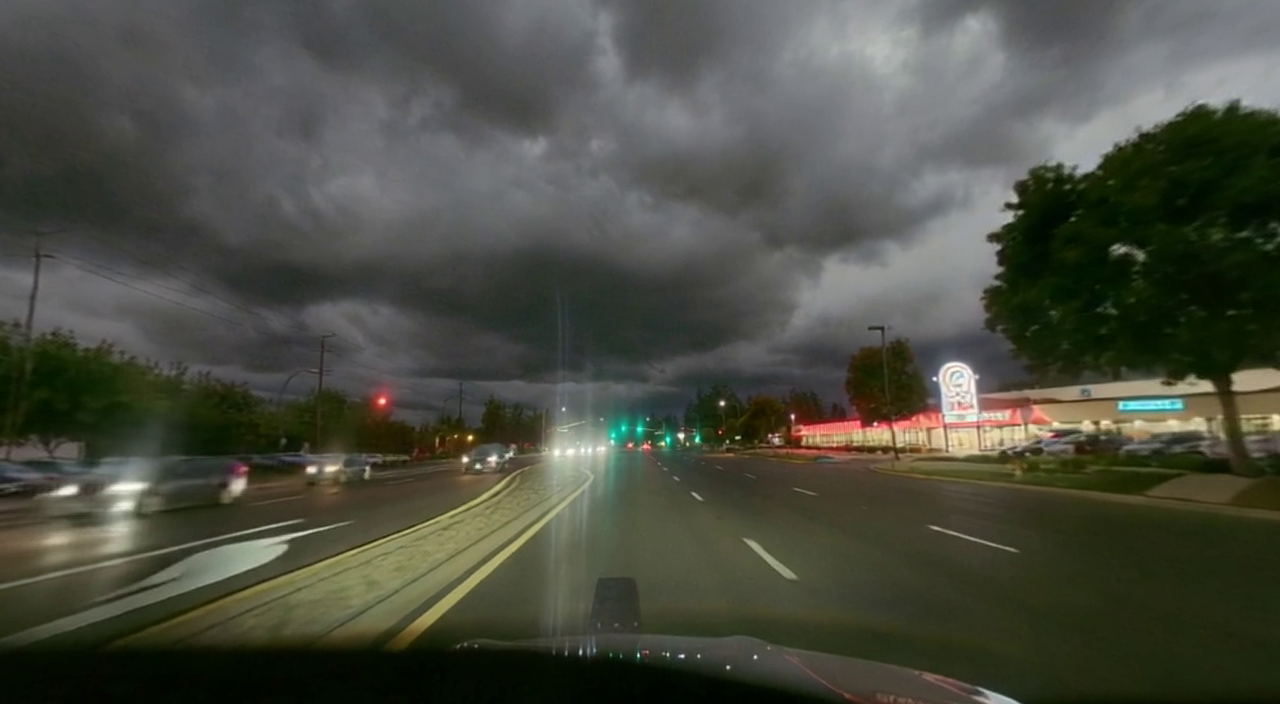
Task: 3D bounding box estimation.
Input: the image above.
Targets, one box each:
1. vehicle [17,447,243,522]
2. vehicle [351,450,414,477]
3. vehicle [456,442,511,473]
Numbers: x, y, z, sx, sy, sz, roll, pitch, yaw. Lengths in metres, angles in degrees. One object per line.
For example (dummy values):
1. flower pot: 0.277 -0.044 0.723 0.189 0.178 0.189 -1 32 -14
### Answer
1. vehicle: -11.848 3.051 15.171 1.866 1.518 4.240 0 -9 0
2. vehicle: -15.220 6.584 37.632 1.844 1.472 4.429 0 -9 0
3. vehicle: -8.947 6.070 36.490 2.043 1.651 4.441 0 -9 0
